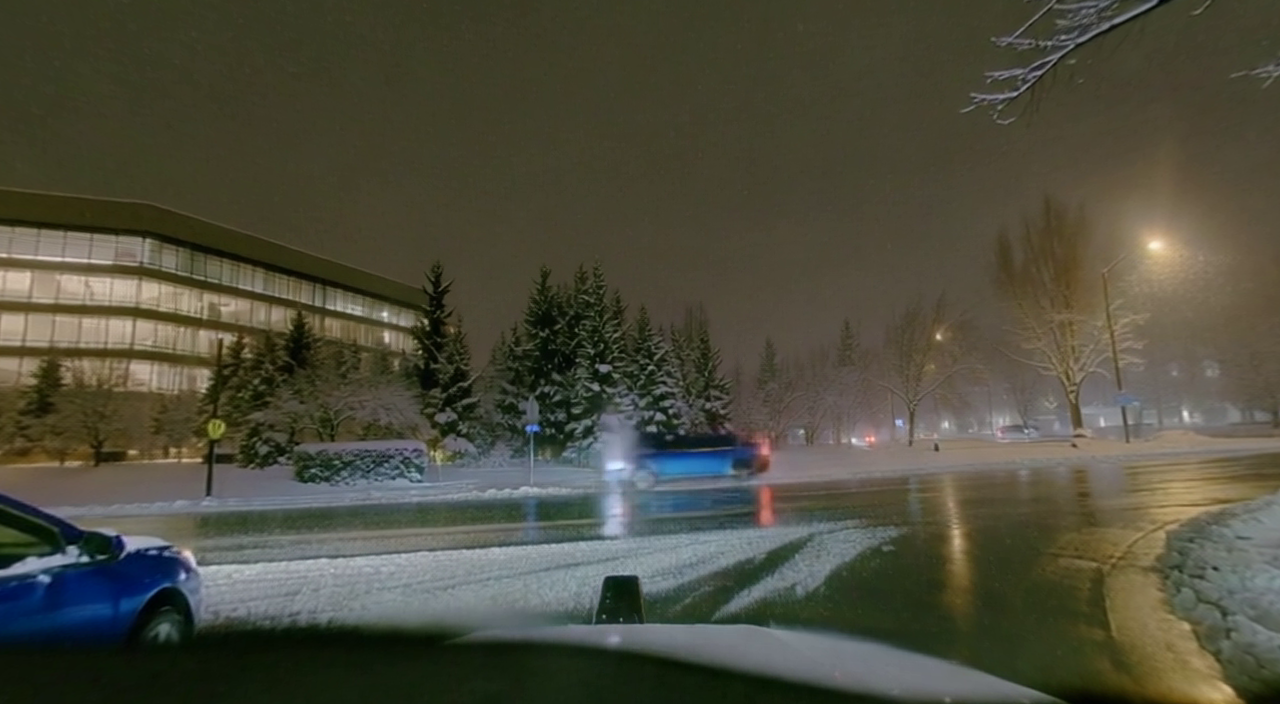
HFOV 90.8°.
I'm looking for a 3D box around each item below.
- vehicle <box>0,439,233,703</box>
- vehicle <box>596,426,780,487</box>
[{"bbox_3d":[-3.327,0.937,1.638,2.069,1.413,5.006,1,-9,-11],"label":"vehicle"},{"bbox_3d":[1.252,2.897,17.773,4.788,1.548,1.965,1,-9,-11],"label":"vehicle"}]
